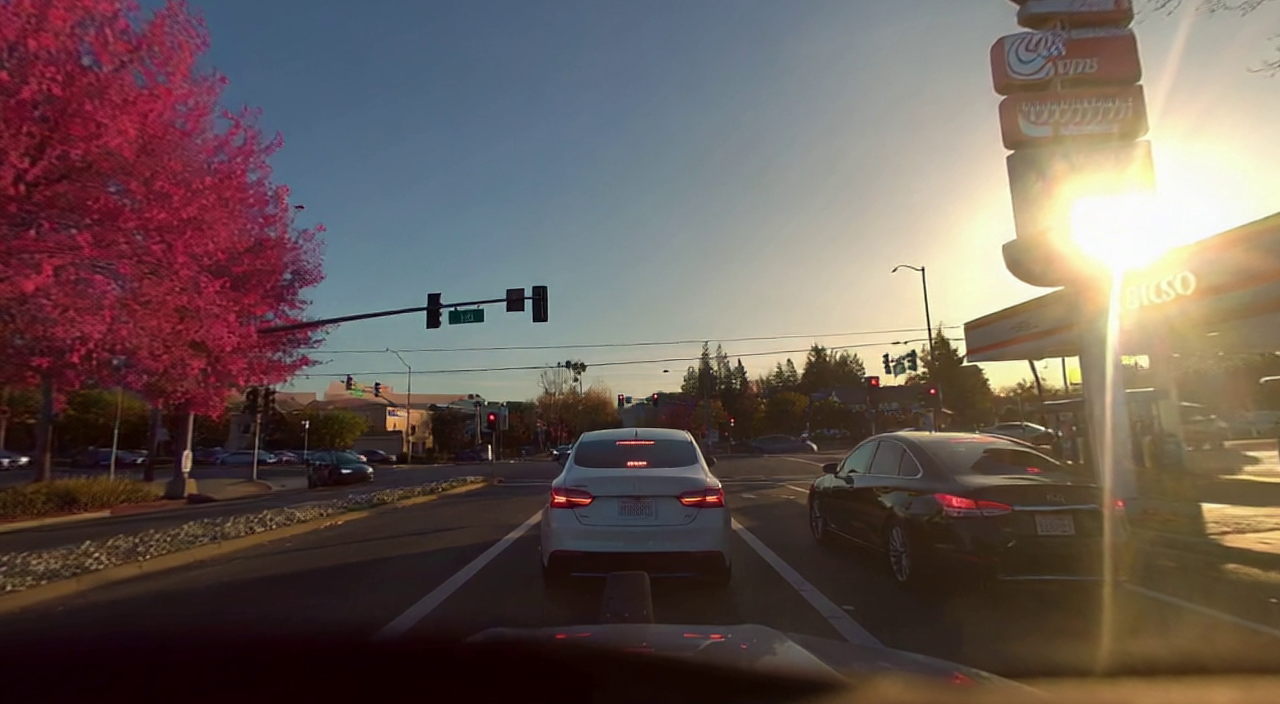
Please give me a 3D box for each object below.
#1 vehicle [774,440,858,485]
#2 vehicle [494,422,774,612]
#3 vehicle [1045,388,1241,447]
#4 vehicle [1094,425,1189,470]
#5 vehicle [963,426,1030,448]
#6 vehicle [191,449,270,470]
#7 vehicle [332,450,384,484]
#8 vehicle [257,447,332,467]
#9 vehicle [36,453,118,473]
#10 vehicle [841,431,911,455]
[{"bbox_3d":[6.551,4.149,24.028,1.942,1.511,4.390,0,-8,0],"label":"vehicle"},{"bbox_3d":[-0.062,1.605,7.086,2.213,1.482,4.057,0,-8,0],"label":"vehicle"},{"bbox_3d":[34.164,4.534,43.093,10.890,3.868,3.021,0,-8,-3],"label":"vehicle"},{"bbox_3d":[18.590,3.515,23.280,4.300,1.495,2.053,8,-12,-43],"label":"vehicle"},{"bbox_3d":[27.104,6.512,48.016,3.968,1.572,1.740,0,-9,4],"label":"vehicle"},{"bbox_3d":[-29.404,7.746,45.331,4.466,1.438,1.837,-1,-8,5],"label":"vehicle"},{"bbox_3d":[-13.801,5.516,30.693,1.944,1.465,4.609,4,-9,-27],"label":"vehicle"},{"bbox_3d":[-26.728,8.110,48.816,4.806,1.472,1.886,-1,-8,5],"label":"vehicle"},{"bbox_3d":[-41.443,8.185,46.437,4.511,1.407,1.764,-1,-8,4],"label":"vehicle"},{"bbox_3d":[18.281,7.048,49.017,4.656,1.605,1.942,-3,-8,4],"label":"vehicle"}]
